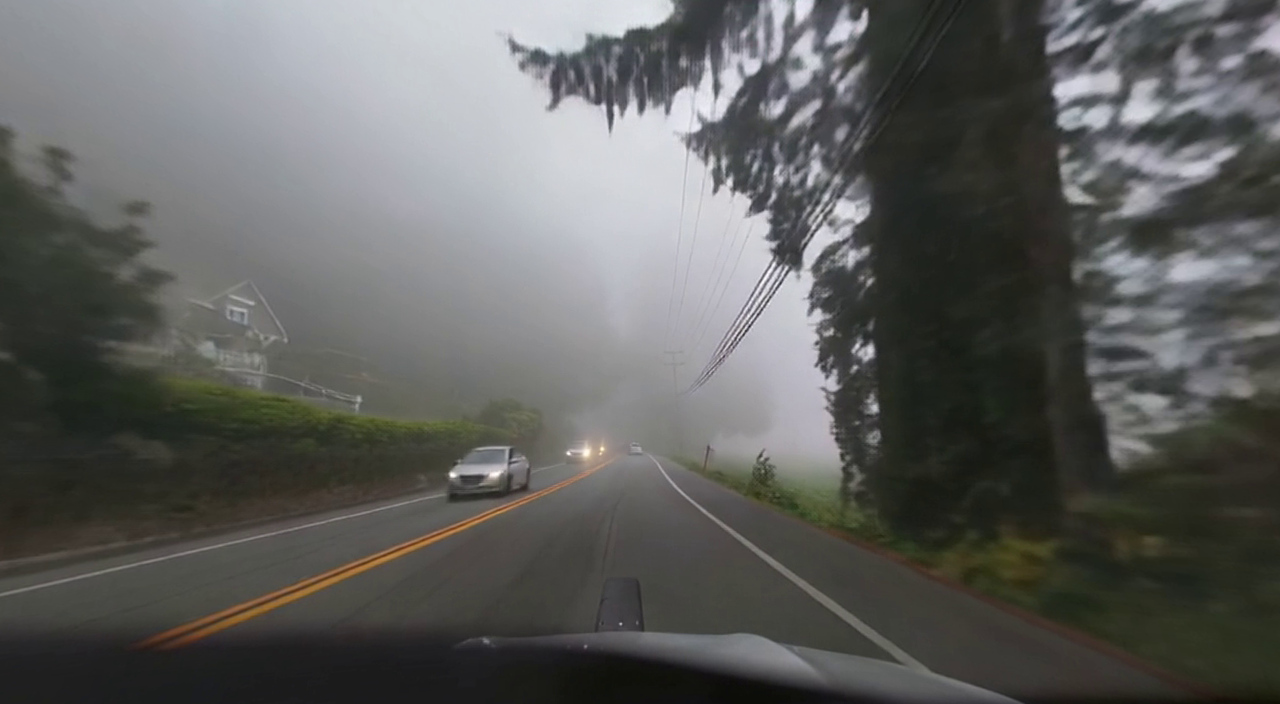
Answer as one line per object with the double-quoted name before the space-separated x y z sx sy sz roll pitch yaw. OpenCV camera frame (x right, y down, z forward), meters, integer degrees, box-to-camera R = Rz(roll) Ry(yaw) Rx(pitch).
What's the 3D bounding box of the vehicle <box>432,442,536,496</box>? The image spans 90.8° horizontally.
"vehicle" -4.740 3.594 19.881 2.069 1.471 4.226 -1 -8 2
